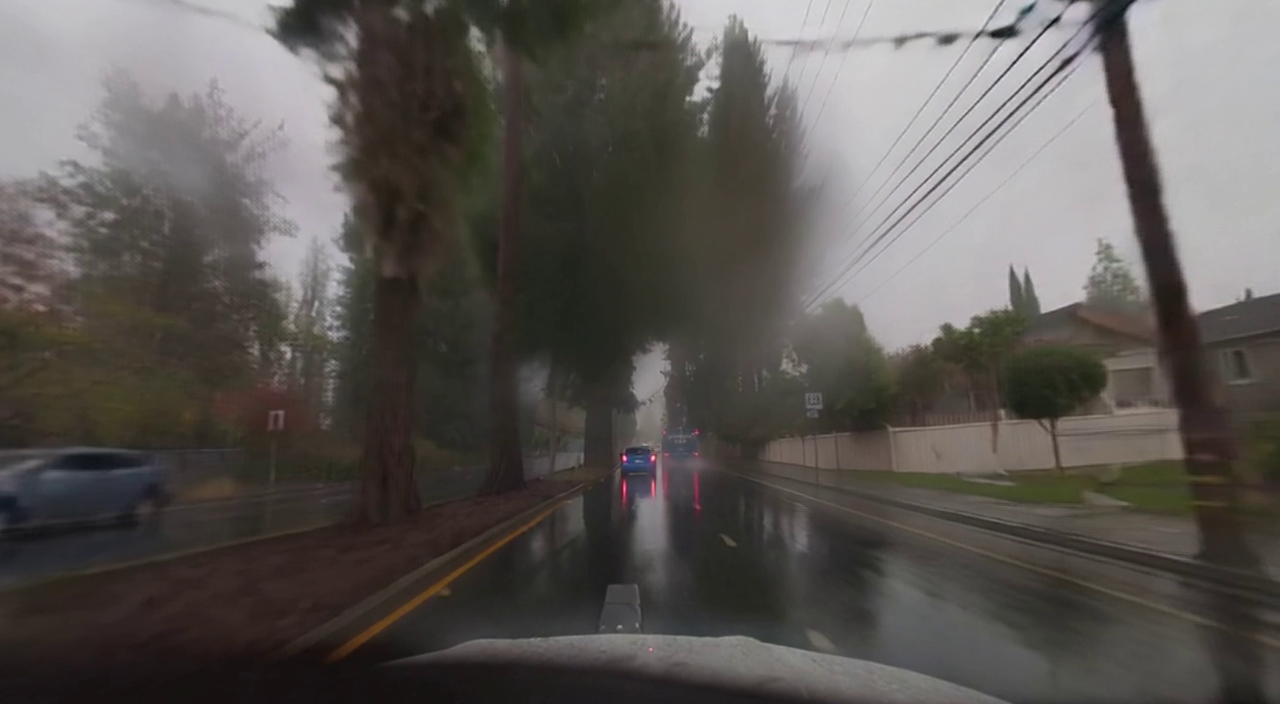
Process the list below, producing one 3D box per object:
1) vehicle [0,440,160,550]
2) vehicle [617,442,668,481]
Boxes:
[{"bbox_3d":[-11.449,2.492,11.371,1.951,1.795,4.579,0,-9,0],"label":"vehicle"},{"bbox_3d":[0.077,4.643,27.091,2.018,1.511,3.993,0,-9,0],"label":"vehicle"}]
